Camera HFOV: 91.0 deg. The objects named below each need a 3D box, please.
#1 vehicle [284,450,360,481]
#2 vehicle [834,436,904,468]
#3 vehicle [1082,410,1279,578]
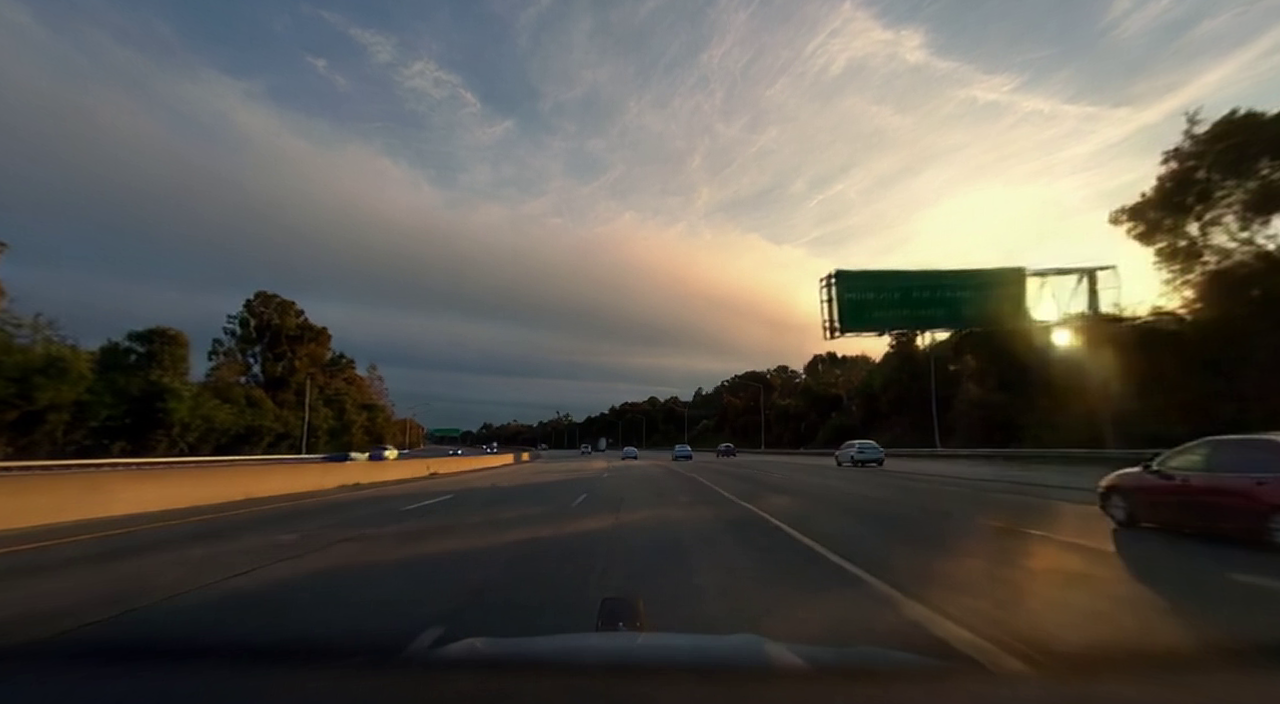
[{"bbox_3d":[-16.894,6.018,33.688,1.862,1.506,4.282,0,-9,0],"label":"vehicle"},{"bbox_3d":[13.834,6.082,38.453,2.107,1.803,5.385,0,-9,-2],"label":"vehicle"},{"bbox_3d":[7.469,1.509,6.856,2.124,1.661,4.267,0,-9,-1],"label":"vehicle"}]
